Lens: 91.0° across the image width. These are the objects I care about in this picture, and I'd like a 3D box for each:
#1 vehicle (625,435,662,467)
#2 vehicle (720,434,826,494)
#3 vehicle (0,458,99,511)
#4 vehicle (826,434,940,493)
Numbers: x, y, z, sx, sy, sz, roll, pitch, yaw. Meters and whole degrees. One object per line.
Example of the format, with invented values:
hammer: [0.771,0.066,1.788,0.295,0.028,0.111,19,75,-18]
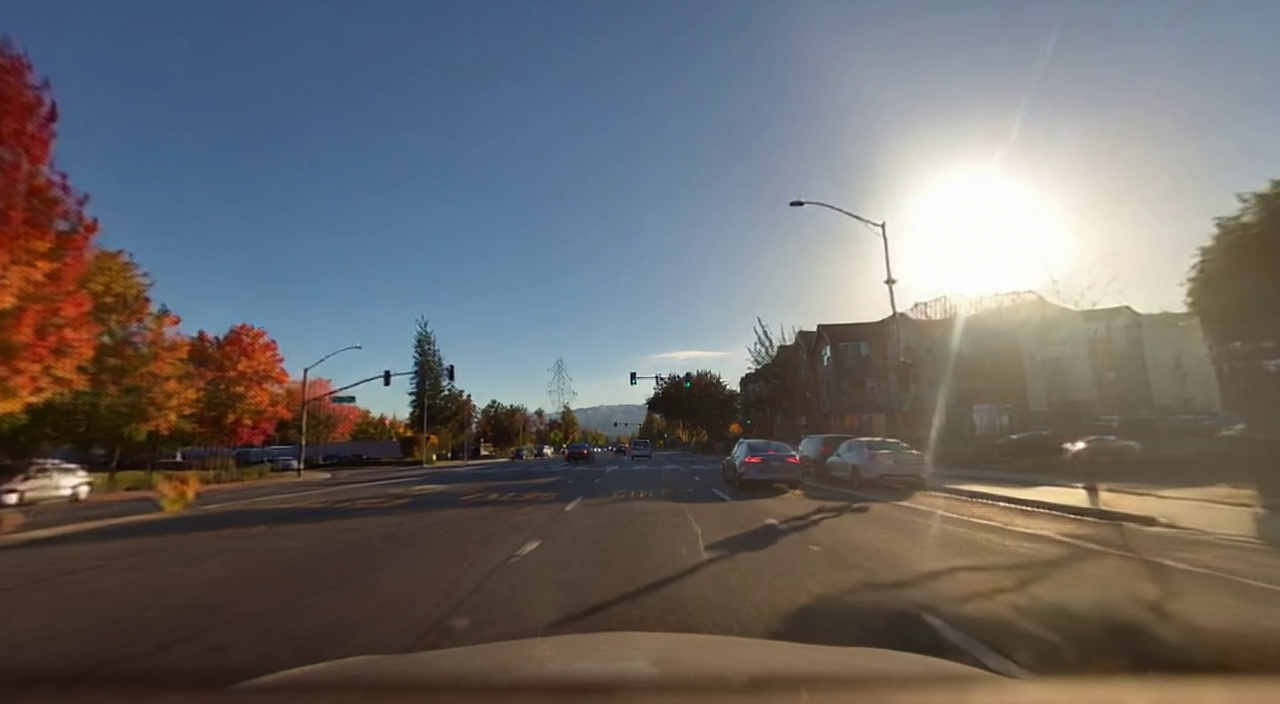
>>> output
vehicle: [0.197,6.267,39.961,2.239,1.856,4.815,0,-9,0]
vehicle: [3.759,3.278,18.720,2.178,1.546,4.311,0,-9,0]
vehicle: [-22.406,4.701,22.617,1.915,1.686,4.422,0,-9,2]
vehicle: [7.261,3.361,19.304,1.876,1.598,4.171,0,-9,1]
